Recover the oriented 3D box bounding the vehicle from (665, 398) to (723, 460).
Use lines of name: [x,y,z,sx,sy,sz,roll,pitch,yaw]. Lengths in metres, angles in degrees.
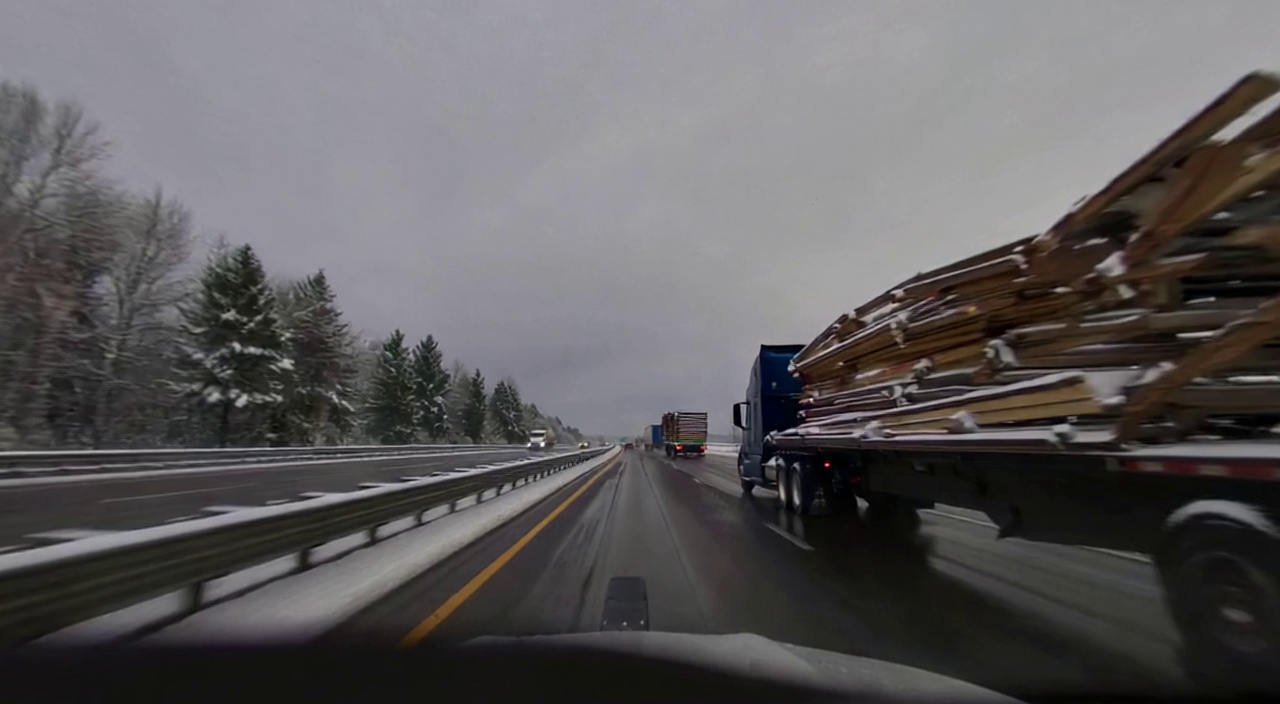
vehicle: [3.863,6.135,48.571,3.024,4.065,13.796,0,-8,-1]
